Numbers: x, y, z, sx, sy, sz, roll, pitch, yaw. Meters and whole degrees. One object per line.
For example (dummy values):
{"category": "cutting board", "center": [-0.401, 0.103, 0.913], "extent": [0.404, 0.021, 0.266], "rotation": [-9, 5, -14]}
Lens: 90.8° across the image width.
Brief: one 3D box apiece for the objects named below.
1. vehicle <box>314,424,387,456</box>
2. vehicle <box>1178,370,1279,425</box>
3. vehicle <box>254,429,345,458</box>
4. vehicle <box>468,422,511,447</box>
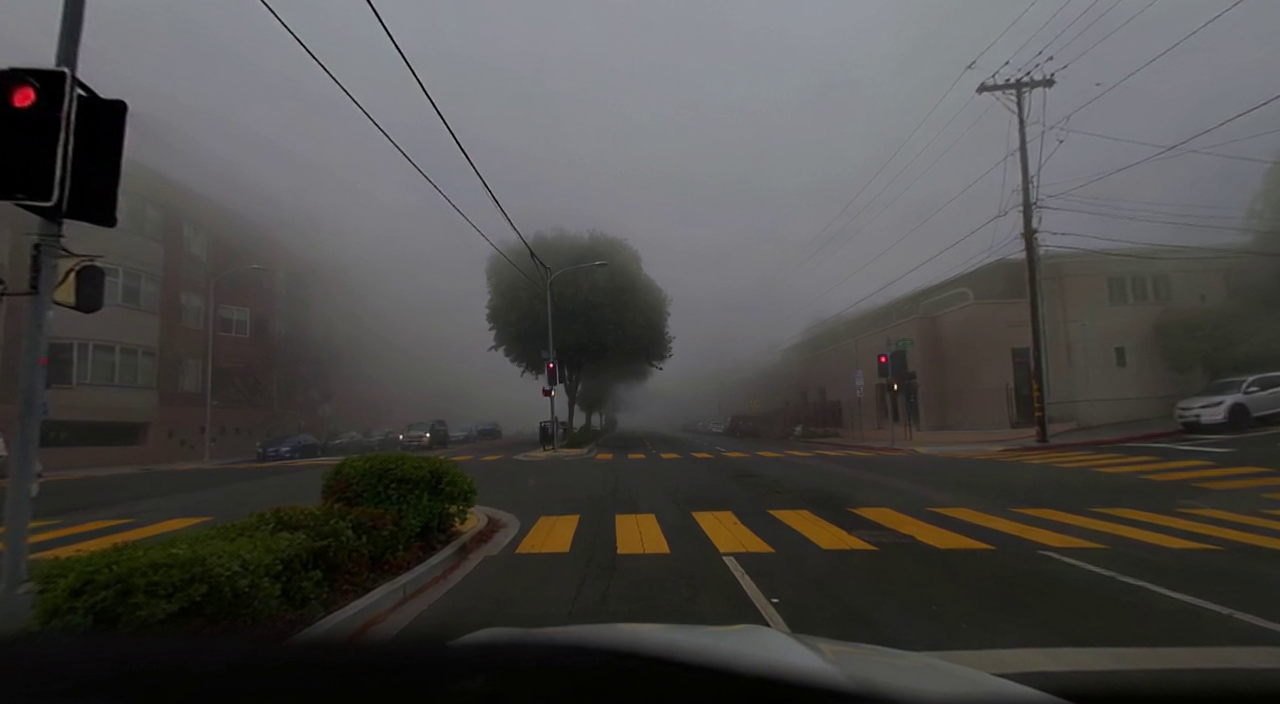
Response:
{"category": "vehicle", "center": [-18.288, 5.618, 40.210], "extent": [2.225, 1.871, 5.189], "rotation": [0, -9, 0]}
{"category": "vehicle", "center": [22.341, 1.583, 22.620], "extent": [4.531, 1.753, 1.964], "rotation": [-2, -2, -5]}
{"category": "vehicle", "center": [-18.083, 4.932, 33.877], "extent": [1.939, 1.430, 5.533], "rotation": [0, -9, -2]}
{"category": "vehicle", "center": [-11.633, 6.474, 49.098], "extent": [2.118, 1.809, 4.591], "rotation": [0, -8, 2]}
